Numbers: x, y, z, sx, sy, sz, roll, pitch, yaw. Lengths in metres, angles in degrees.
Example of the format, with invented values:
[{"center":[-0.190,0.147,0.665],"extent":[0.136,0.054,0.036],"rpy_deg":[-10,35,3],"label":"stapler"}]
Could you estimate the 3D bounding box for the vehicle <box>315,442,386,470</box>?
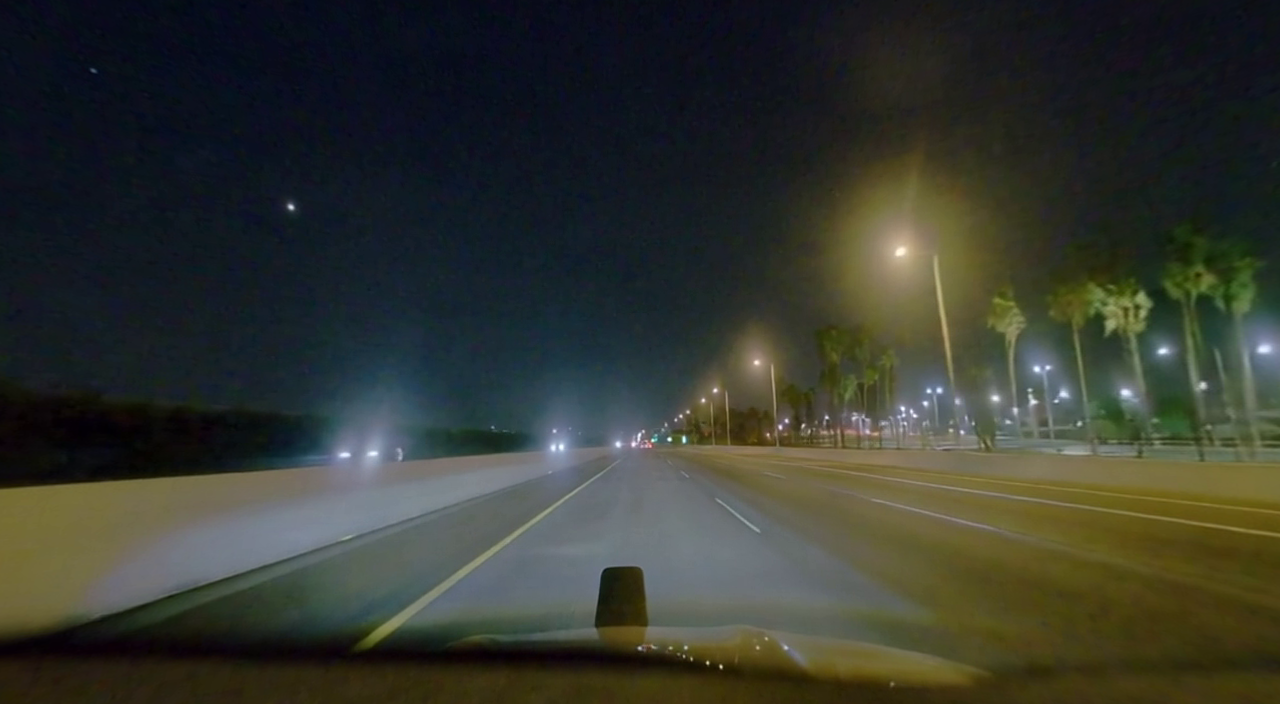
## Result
[{"center":[-16.949,6.109,37.178],"extent":[1.941,1.538,4.652],"rpy_deg":[0,-8,1],"label":"vehicle"}]
